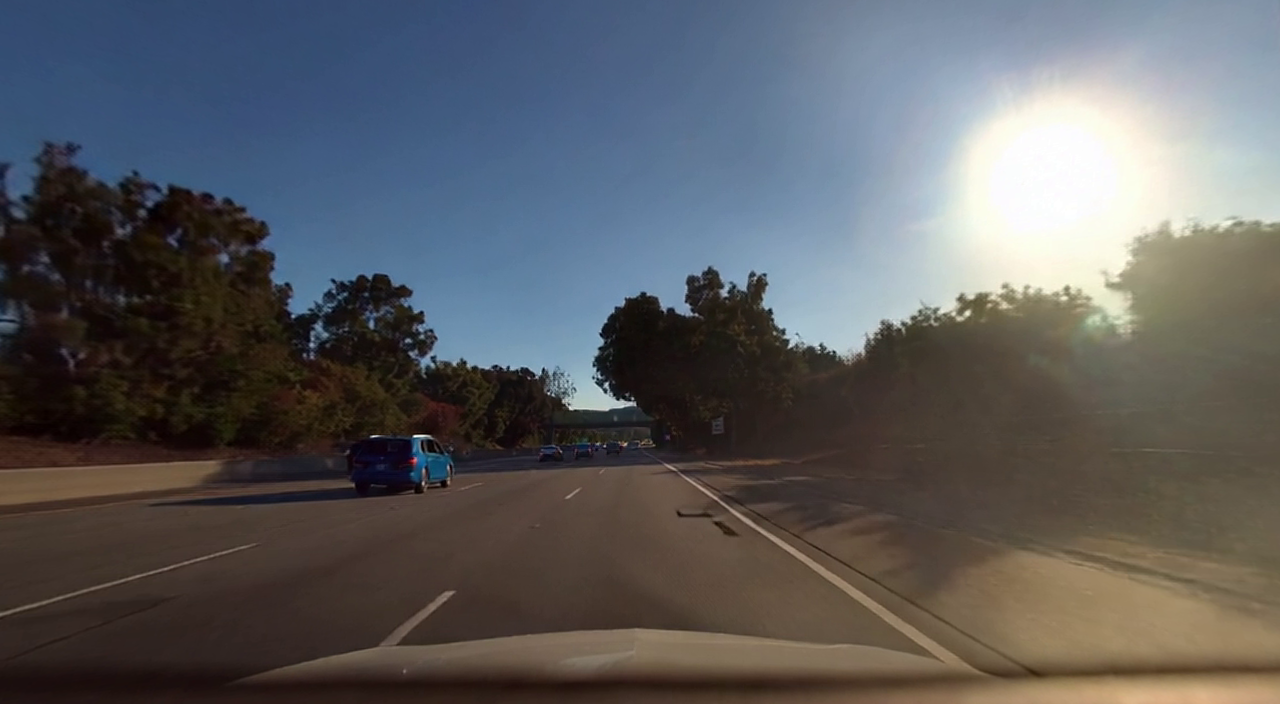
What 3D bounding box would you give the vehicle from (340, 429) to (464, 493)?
[{"bbox_3d":[-7.303,3.395,19.979,2.146,1.766,4.502,0,-9,0],"label":"vehicle"}]
